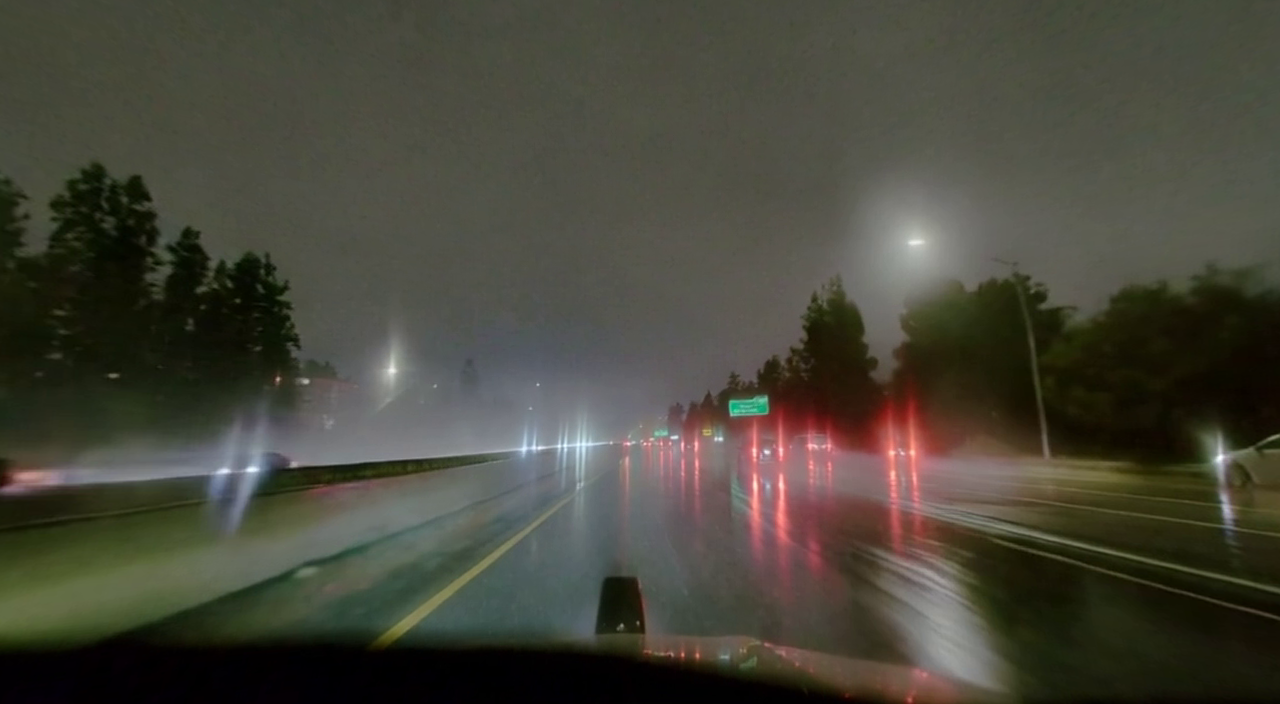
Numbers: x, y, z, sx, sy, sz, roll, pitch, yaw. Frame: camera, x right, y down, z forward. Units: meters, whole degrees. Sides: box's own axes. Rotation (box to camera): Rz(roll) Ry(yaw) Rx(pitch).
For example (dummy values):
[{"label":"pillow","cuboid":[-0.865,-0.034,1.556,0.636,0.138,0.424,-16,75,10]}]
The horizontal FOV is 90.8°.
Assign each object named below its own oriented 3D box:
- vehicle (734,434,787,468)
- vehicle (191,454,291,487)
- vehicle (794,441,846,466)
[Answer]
[{"label":"vehicle","cuboid":[6.925,5.742,36.817,2.098,1.820,4.505,0,-8,-2]},{"label":"vehicle","cuboid":[-21.369,6.342,34.146,2.058,1.442,4.971,0,-8,1]},{"label":"vehicle","cuboid":[11.070,6.273,39.119,1.931,1.479,4.183,0,-8,-1]}]
